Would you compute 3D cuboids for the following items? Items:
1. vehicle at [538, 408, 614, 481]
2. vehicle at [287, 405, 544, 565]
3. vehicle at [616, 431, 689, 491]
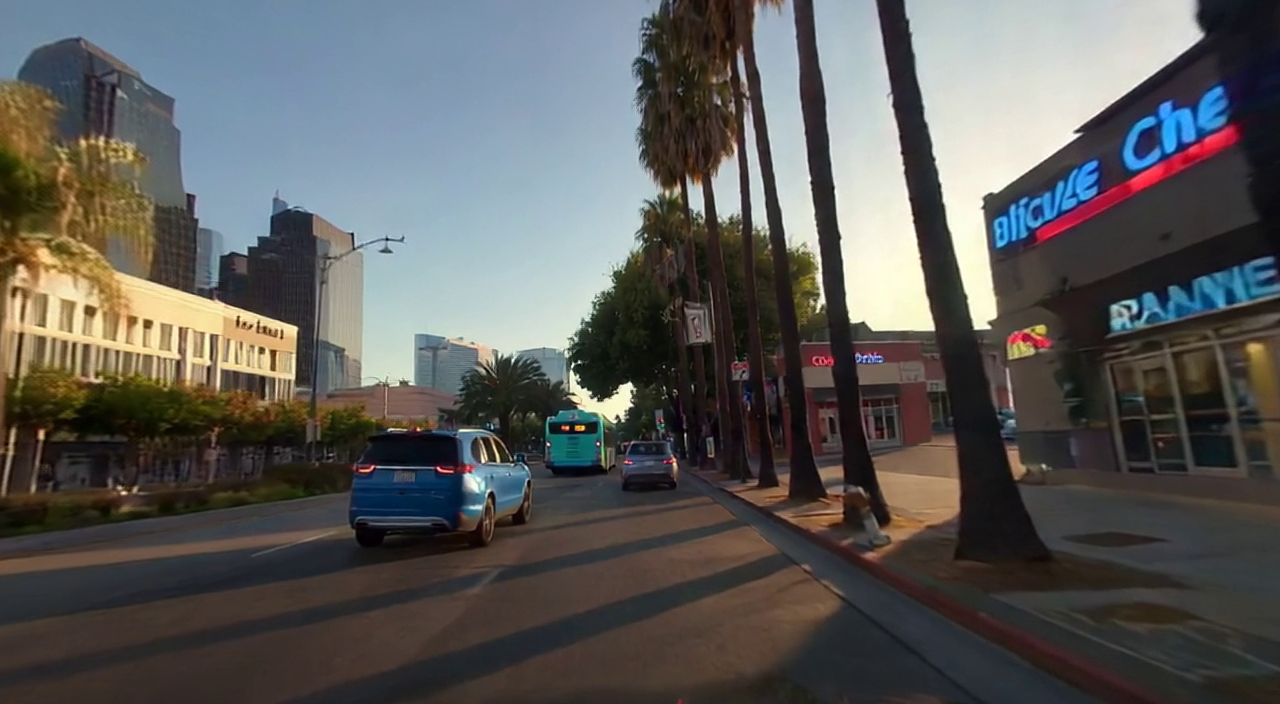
[{"bbox_3d":[-2.881,4.537,30.997,2.775,3.064,8.297,0,-8,1],"label":"vehicle"},{"bbox_3d":[-2.896,1.845,9.487,2.124,1.799,4.587,0,-8,1],"label":"vehicle"},{"bbox_3d":[0.368,3.477,20.437,2.120,1.727,3.917,0,-8,0],"label":"vehicle"}]
